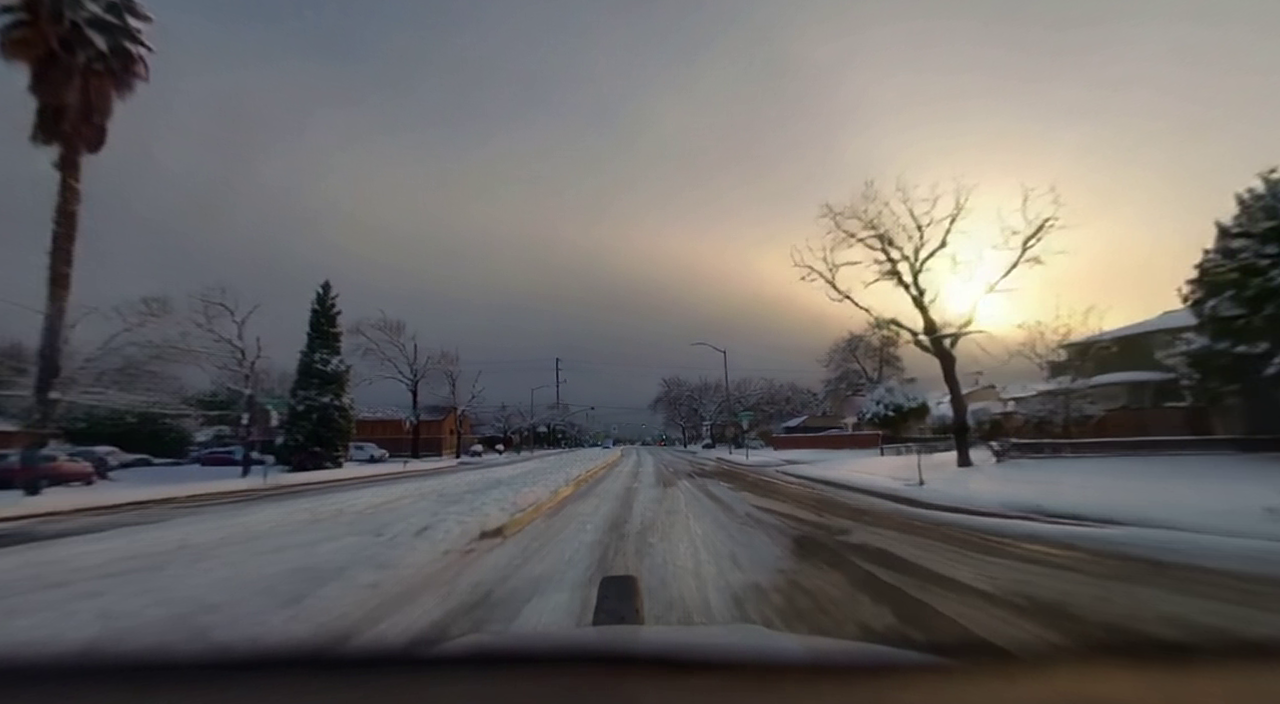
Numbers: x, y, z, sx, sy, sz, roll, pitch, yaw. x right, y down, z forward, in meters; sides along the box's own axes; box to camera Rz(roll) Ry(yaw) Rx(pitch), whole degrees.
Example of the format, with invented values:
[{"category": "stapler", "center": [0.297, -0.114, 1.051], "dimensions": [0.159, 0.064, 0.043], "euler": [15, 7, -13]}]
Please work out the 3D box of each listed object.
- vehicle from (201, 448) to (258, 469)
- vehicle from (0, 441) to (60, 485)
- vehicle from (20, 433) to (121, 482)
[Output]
[{"category": "vehicle", "center": [-32.441, 8.406, 49.884], "dimensions": [4.072, 1.545, 1.920], "euler": [-4, -9, 27]}, {"category": "vehicle", "center": [-26.743, 4.690, 26.765], "dimensions": [4.270, 1.690, 1.978], "euler": [-6, -9, 32]}, {"category": "vehicle", "center": [-26.863, 4.919, 29.776], "dimensions": [4.793, 2.087, 1.929], "euler": [-4, -10, 30]}]
